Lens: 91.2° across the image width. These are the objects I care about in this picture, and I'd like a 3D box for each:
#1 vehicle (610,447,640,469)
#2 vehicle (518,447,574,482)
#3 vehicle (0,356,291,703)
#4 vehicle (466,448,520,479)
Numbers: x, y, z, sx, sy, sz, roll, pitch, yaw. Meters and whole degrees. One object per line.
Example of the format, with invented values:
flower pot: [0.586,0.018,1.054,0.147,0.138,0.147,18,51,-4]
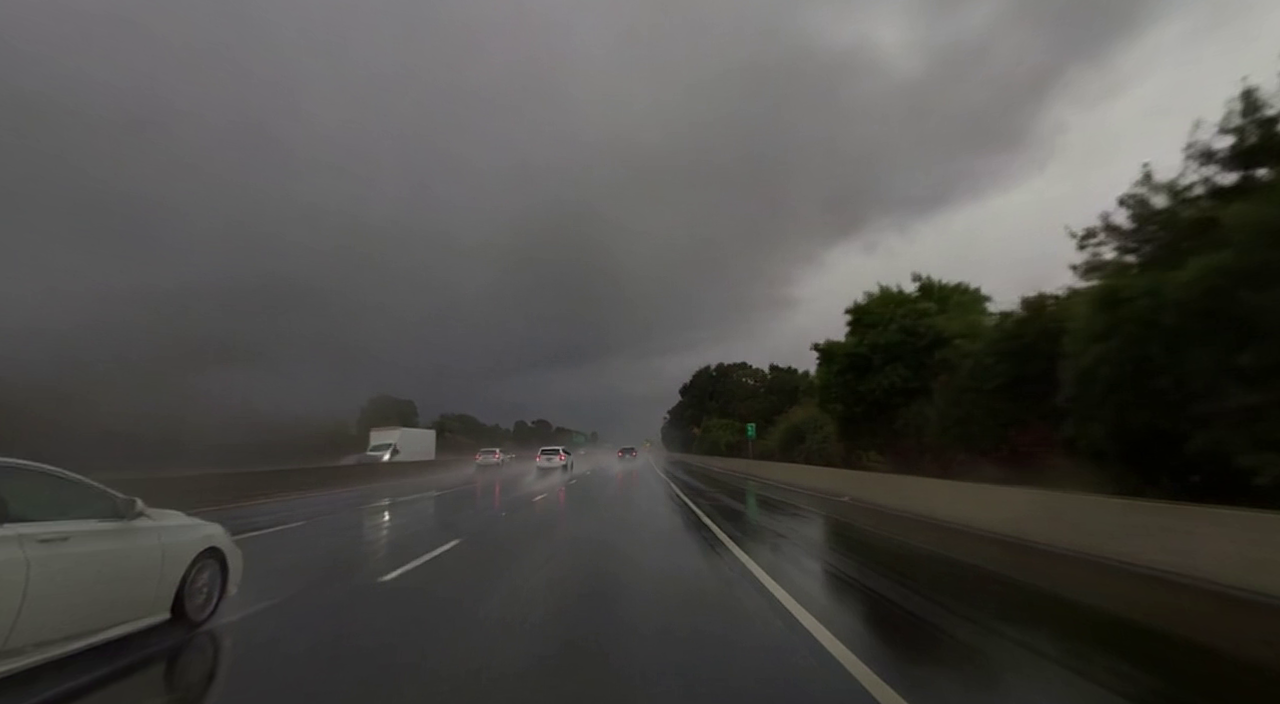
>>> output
vehicle: [-1.073,7.644,45.217,2.023,1.479,3.718,0,-9,-1]
vehicle: [-4.271,5.163,29.028,1.988,1.477,4.118,0,-9,-1]
vehicle: [-3.997,0.935,2.944,2.074,1.779,4.588,0,-9,-1]
vehicle: [-7.683,5.845,33.142,1.936,1.516,3.904,0,-9,0]
